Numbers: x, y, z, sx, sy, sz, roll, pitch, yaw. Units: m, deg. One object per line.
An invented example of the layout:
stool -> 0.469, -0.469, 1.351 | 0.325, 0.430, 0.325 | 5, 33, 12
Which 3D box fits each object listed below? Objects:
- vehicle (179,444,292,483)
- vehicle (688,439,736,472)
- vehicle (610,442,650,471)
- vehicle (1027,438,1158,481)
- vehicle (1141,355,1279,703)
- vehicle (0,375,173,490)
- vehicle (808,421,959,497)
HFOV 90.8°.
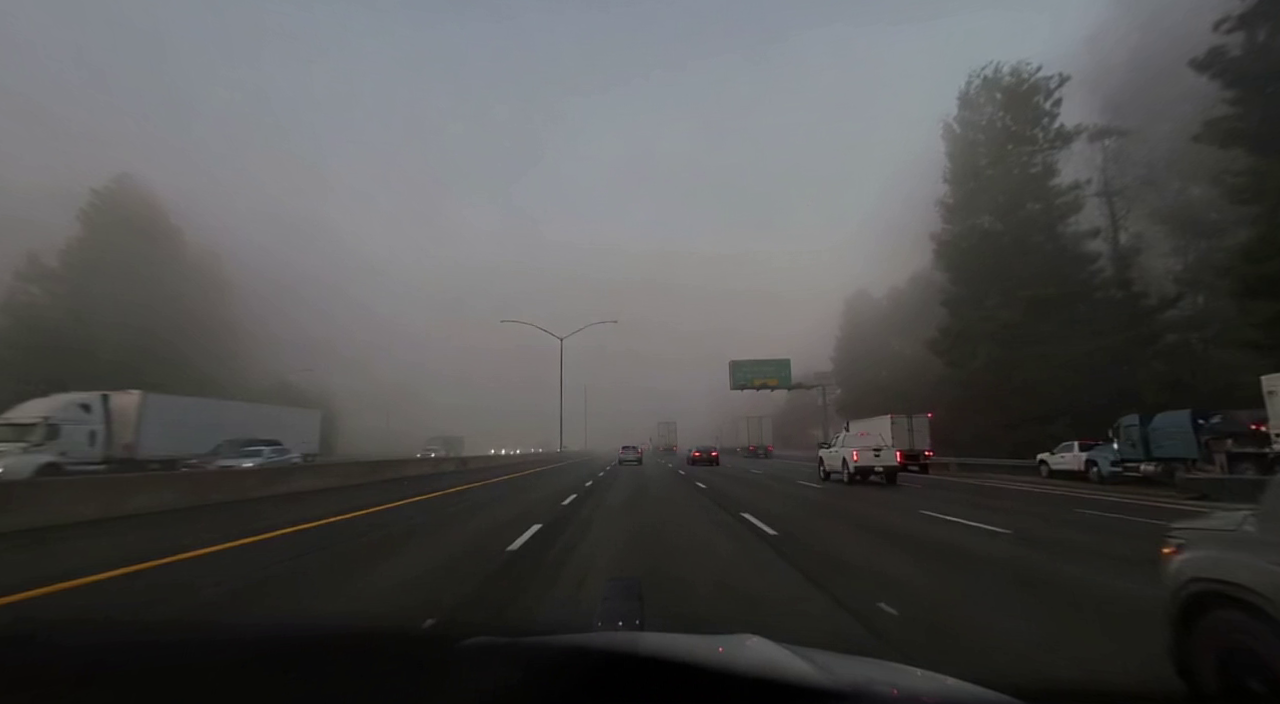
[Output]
vehicle -> -16.447, 4.535, 25.975 | 2.036, 1.486, 3.876 | 0, -9, 0
vehicle -> 3.939, 5.768, 35.355 | 2.154, 1.658, 4.347 | 0, -9, -1
vehicle -> -0.529, 6.010, 36.563 | 2.163, 1.551, 4.180 | 0, -9, 0
vehicle -> 21.706, 5.202, 30.762 | 2.150, 1.866, 5.885 | 0, -9, 2
vehicle -> 3.562, 0.605, 0.910 | 2.030, 1.658, 4.377 | 0, -9, 0
vehicle -> -23.485, 3.343, 25.482 | 3.021, 3.900, 8.045 | 0, -9, 0
vehicle -> 7.277, 3.305, 19.816 | 2.369, 2.007, 5.700 | 0, -9, -1
